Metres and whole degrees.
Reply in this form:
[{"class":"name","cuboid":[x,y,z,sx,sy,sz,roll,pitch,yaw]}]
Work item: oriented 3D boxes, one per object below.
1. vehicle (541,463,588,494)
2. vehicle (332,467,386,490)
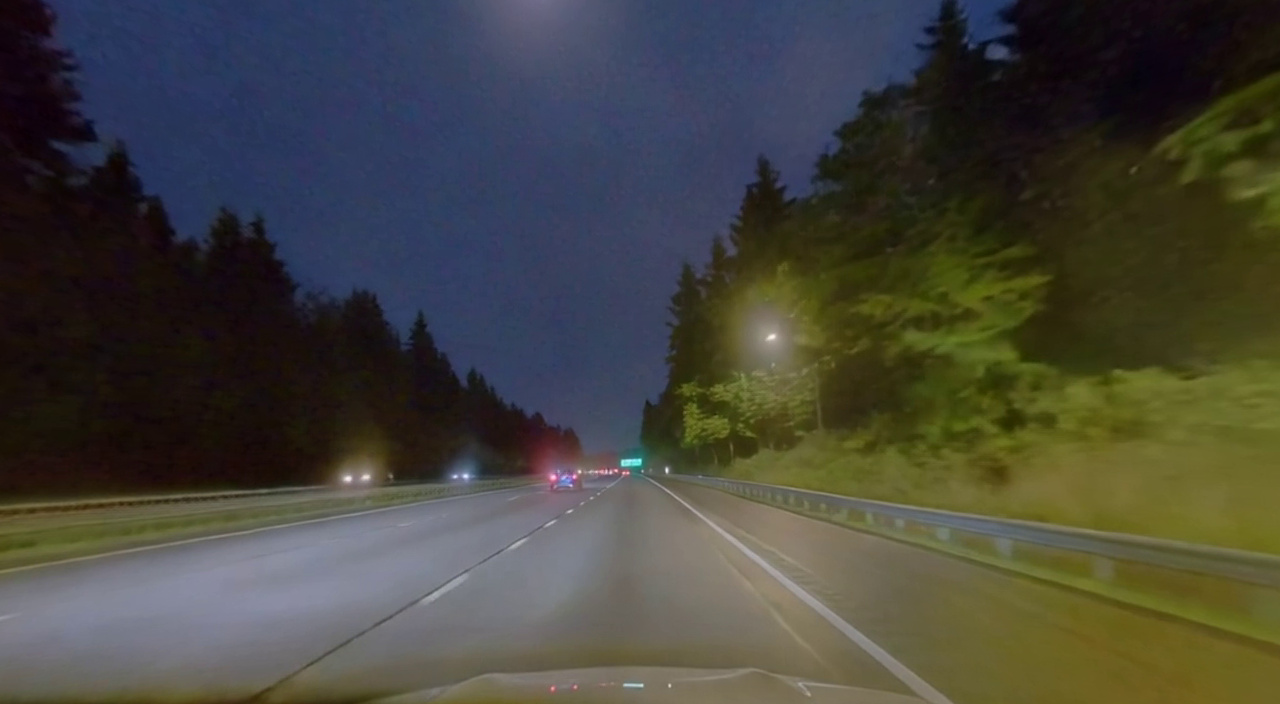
[{"class":"vehicle","cuboid":[-3.974,6.779,33.815,1.954,1.509,4.094,0,-11,1]},{"class":"vehicle","cuboid":[-20.949,9.464,47.153,1.889,1.591,4.871,1,-11,-1]}]
